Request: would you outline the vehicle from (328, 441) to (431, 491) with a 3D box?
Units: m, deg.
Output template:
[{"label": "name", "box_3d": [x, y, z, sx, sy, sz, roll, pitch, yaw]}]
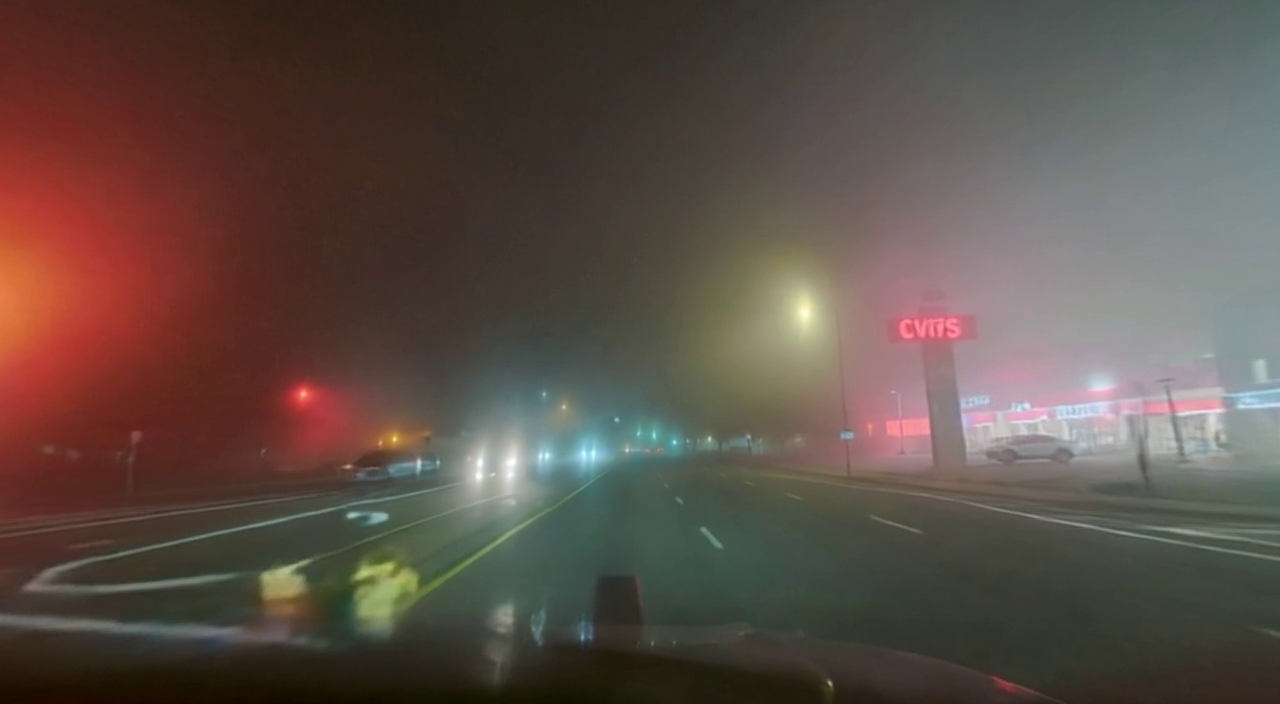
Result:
[{"label": "vehicle", "box_3d": [-9.711, 4.273, 23.959, 1.954, 1.694, 4.310, 0, -9, 1]}]

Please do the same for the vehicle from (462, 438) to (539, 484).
[{"label": "vehicle", "box_3d": [-5.715, 4.533, 26.460, 2.129, 1.748, 4.555, 0, -9, 1]}]
